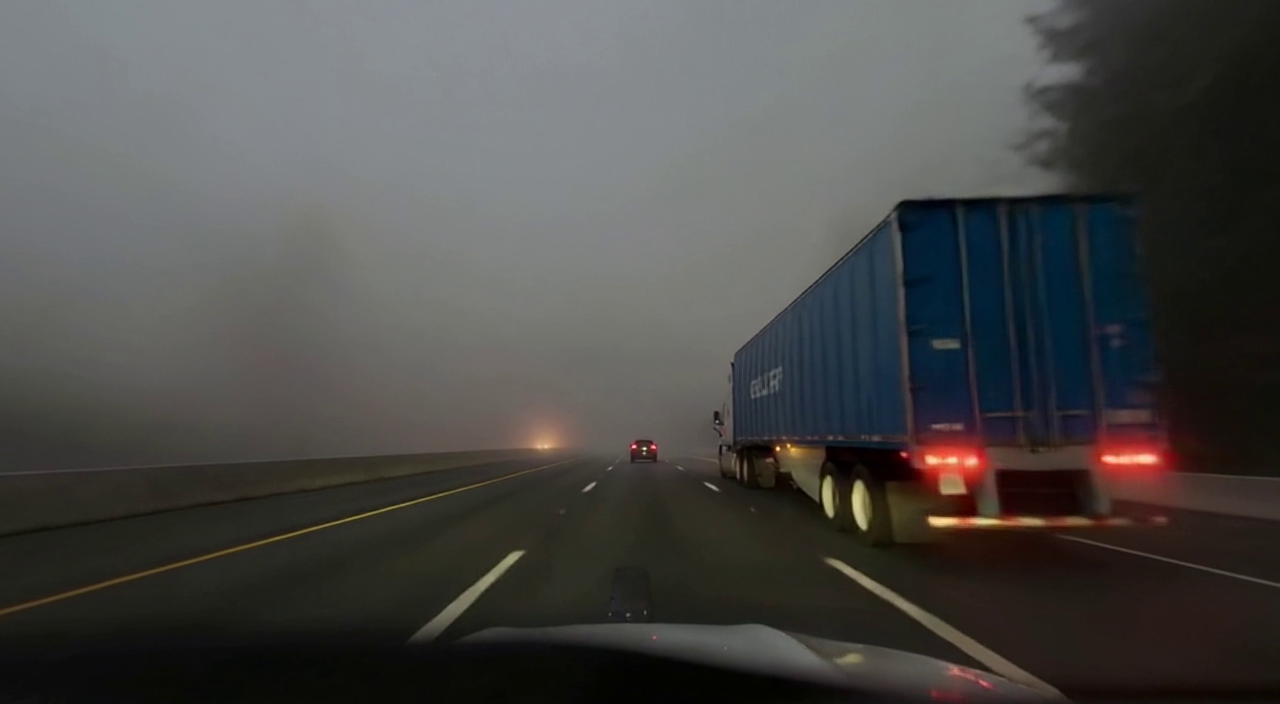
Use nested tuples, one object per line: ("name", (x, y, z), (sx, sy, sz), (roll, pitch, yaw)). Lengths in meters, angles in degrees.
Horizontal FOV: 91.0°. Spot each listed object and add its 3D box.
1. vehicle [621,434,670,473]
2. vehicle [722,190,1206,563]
("vehicle", (0.242, 4.636, 29.061), (2.111, 1.635, 4.177), (0, -8, 0))
("vehicle", (4.440, 1.257, 14.449), (2.936, 4.125, 15.204), (0, -8, -1))
